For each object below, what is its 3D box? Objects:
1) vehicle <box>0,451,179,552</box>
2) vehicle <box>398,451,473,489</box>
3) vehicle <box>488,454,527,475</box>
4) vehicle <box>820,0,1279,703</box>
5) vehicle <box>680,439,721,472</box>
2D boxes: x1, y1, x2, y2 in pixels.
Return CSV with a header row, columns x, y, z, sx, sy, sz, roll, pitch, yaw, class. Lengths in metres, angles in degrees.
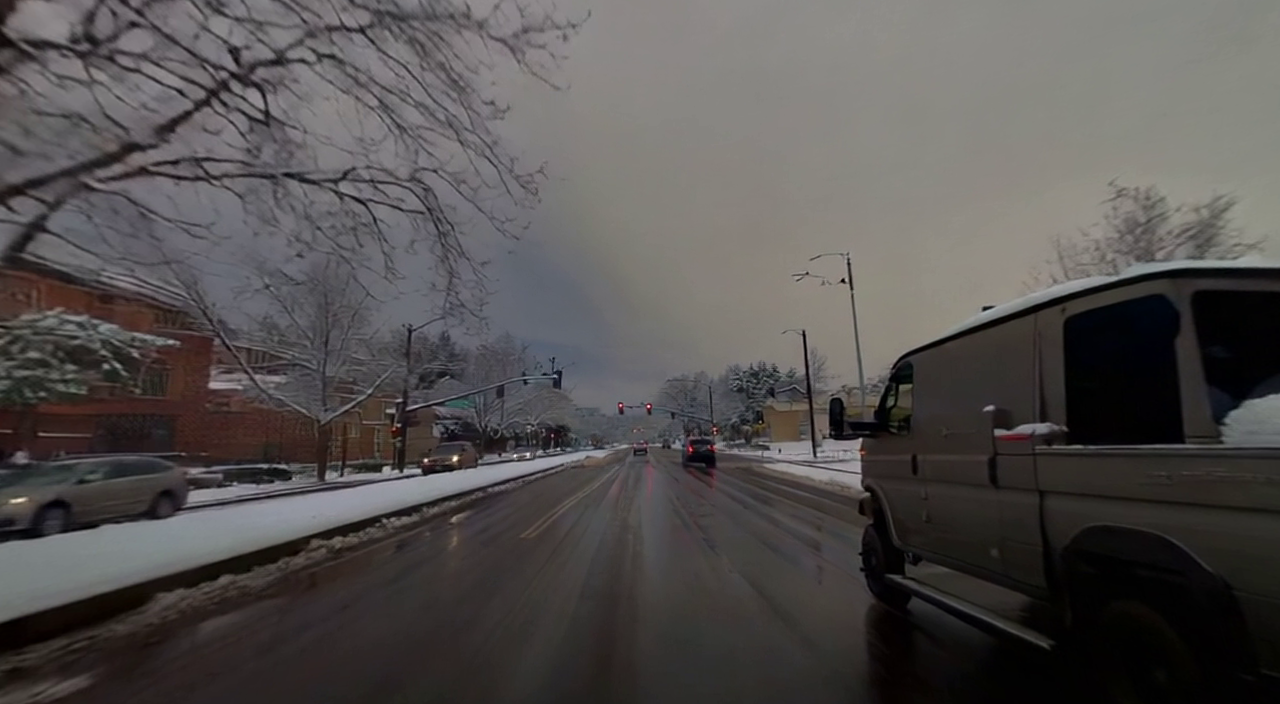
x,y,z,sx,sy,sz,roll,pitch,yaw,class
-13.719,3.337,14.894,2.140,1.961,4.641,0,-9,0,vehicle
-10.089,5.837,31.617,2.152,1.748,4.577,0,-9,1,vehicle
-9.521,8.129,45.730,1.849,1.391,4.045,0,-9,1,vehicle
3.627,0.357,4.071,2.867,3.402,7.137,0,-9,1,vehicle
3.786,6.611,40.517,2.099,1.936,4.575,0,-9,-1,vehicle
